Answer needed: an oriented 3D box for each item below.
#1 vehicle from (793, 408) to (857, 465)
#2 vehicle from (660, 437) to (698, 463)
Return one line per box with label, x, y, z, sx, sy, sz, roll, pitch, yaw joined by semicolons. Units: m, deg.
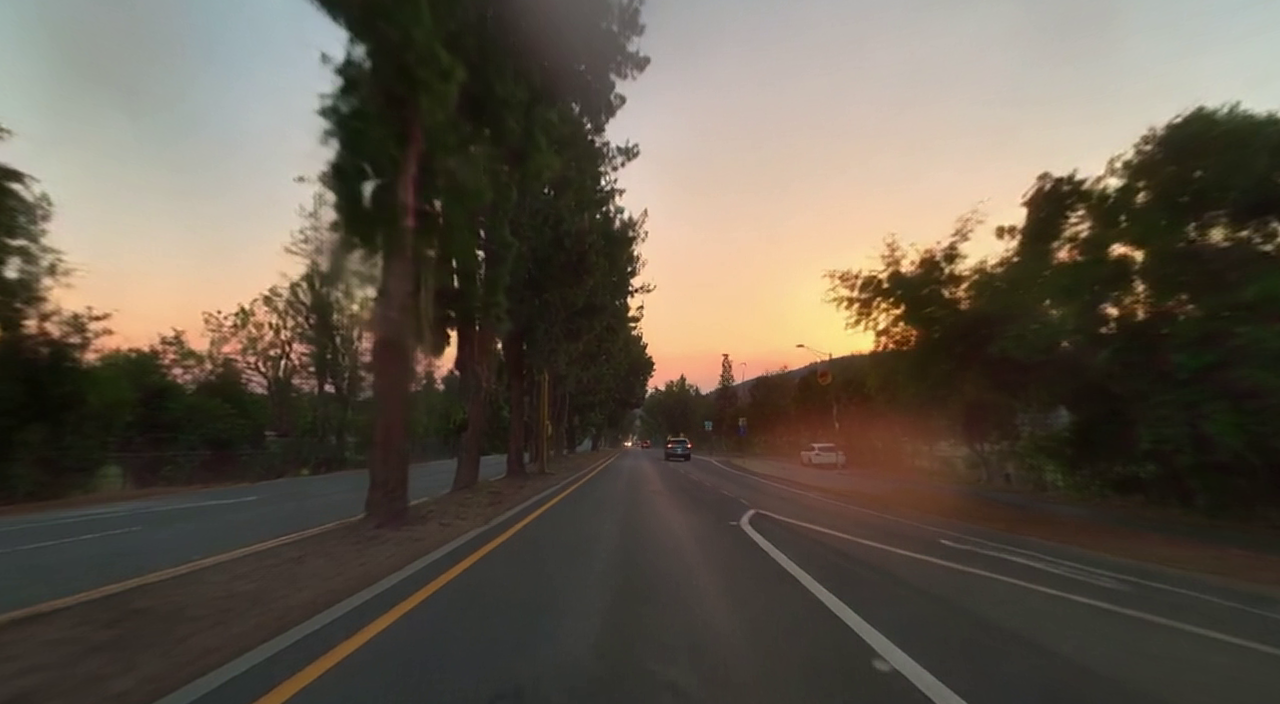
vehicle;10.942;5.075;37.728;3.250;3.147;4.411;-2;-9;12
vehicle;2.725;7.007;45.398;2.183;1.744;4.424;1;-9;-4
